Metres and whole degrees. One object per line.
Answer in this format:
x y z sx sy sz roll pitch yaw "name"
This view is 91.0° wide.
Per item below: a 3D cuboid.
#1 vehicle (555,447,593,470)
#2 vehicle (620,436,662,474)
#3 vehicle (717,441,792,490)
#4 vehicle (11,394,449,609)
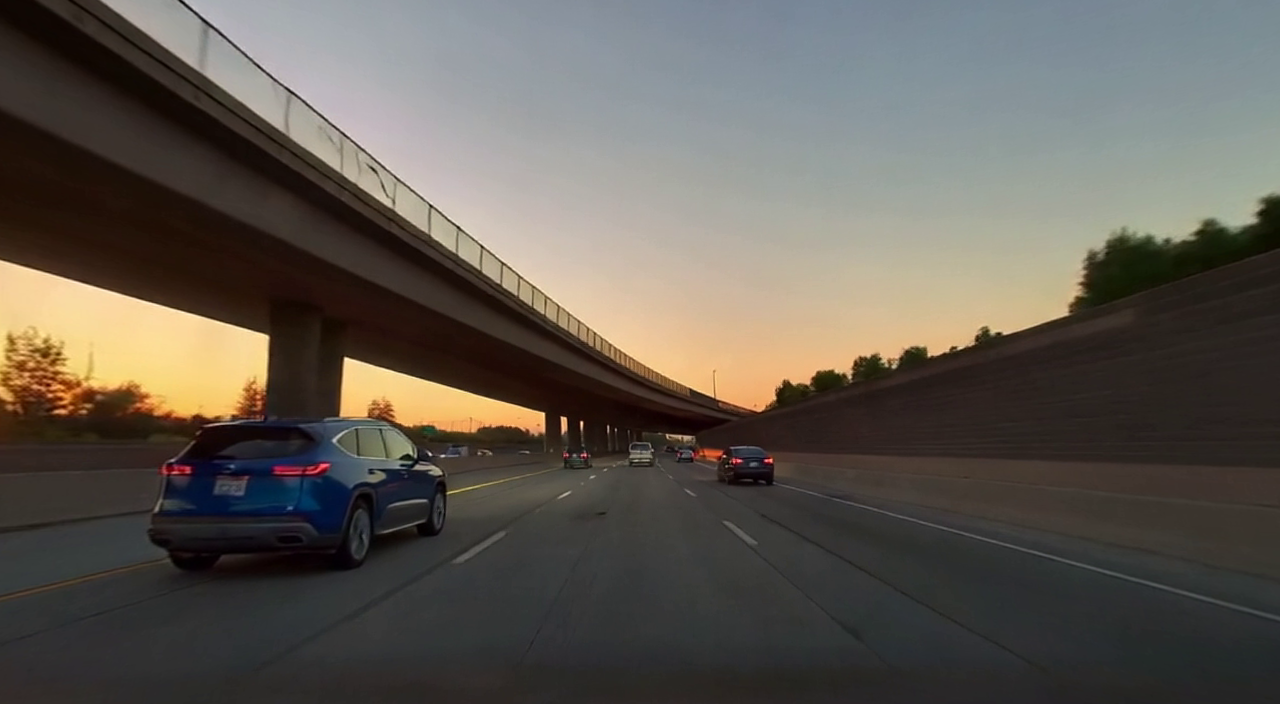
-4.357 7.094 42.268 1.994 1.475 4.171 0 -9 1 "vehicle"
0.068 5.638 34.632 2.155 1.909 4.529 0 -9 0 "vehicle"
3.903 3.943 22.120 1.959 1.554 3.795 0 -9 0 "vehicle"
-4.062 1.567 7.496 2.089 1.751 4.515 0 -9 1 "vehicle"
